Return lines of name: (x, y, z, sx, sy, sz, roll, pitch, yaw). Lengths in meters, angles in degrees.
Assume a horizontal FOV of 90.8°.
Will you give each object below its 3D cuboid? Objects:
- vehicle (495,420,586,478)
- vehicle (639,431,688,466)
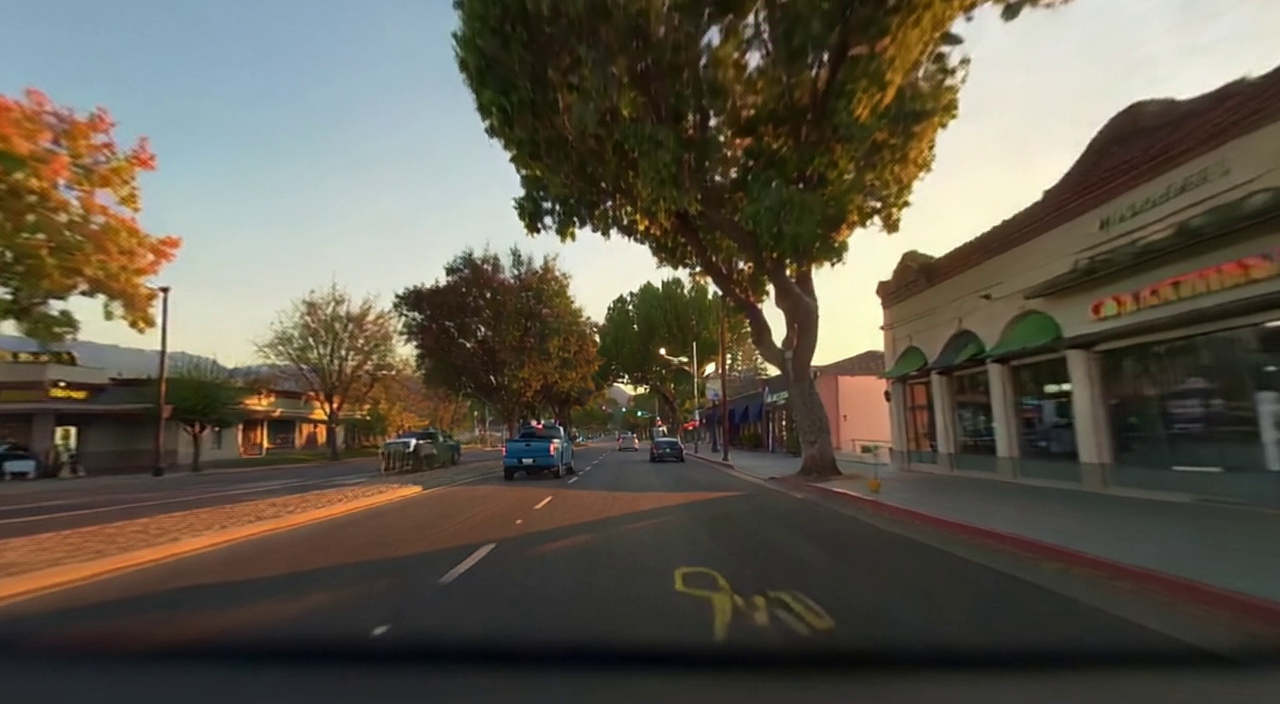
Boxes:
vehicle: (-3.304, 3.342, 22.118, 2.464, 1.777, 5.128, 0, -7, -1)
vehicle: (1.035, 4.516, 29.900, 2.103, 1.487, 4.101, 0, -7, 0)
